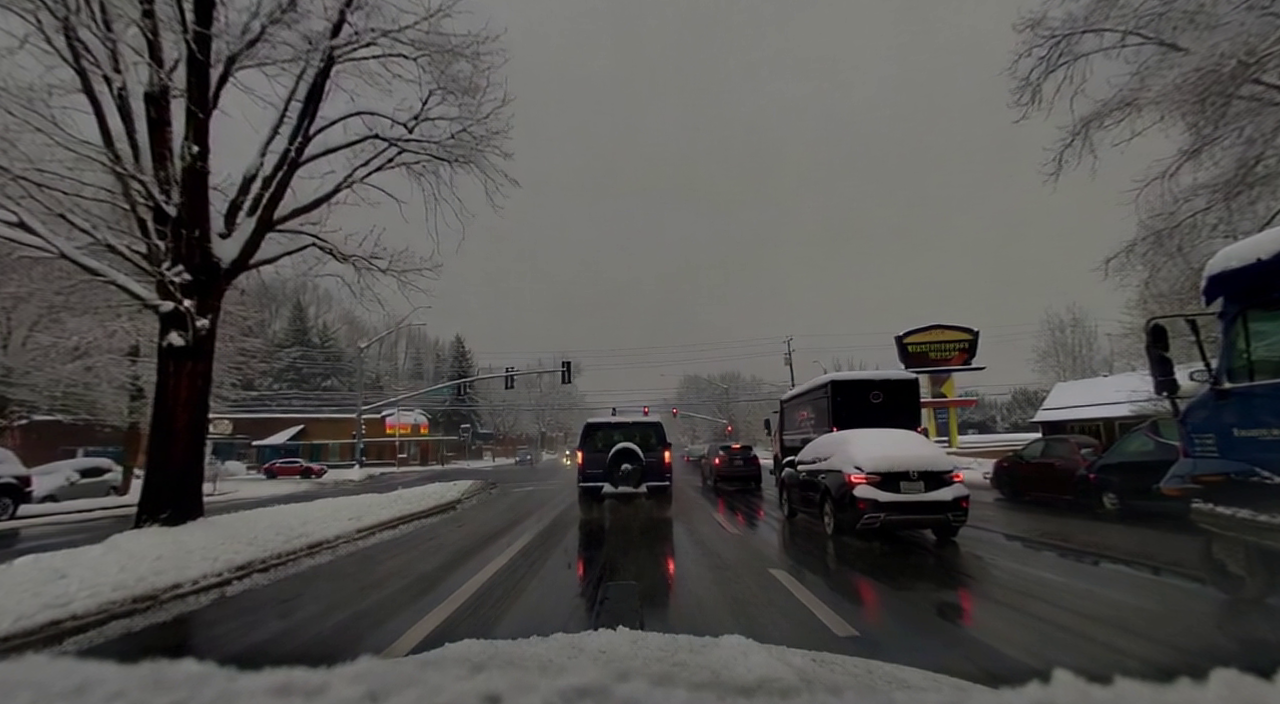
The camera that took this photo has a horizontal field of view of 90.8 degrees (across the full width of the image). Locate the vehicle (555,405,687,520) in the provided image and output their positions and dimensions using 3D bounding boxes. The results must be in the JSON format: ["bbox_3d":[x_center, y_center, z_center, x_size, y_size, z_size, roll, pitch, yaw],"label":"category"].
[{"bbox_3d":[-0.396,2.512,14.725,2.499,2.183,5.111,0,-9,-1],"label":"vehicle"}]

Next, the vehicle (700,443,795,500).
[{"bbox_3d":[3.028,3.472,18.774,1.922,1.483,4.436,0,-9,-2],"label":"vehicle"}]

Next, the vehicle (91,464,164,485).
[{"bbox_3d":[-38.102,9.115,46.997,4.150,1.474,1.826,-2,-9,10],"label":"vehicle"}]

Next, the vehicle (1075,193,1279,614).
[{"bbox_3d":[6.505,0.164,3.481,2.802,3.322,7.429,0,-9,0],"label":"vehicle"}]

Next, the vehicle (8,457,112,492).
[{"bbox_3d":[-28.599,6.038,31.334,1.730,1.534,3.922,1,-9,-7],"label":"vehicle"}]

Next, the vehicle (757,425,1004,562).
[{"bbox_3d":[3.274,2.044,9.933,1.905,1.587,4.998,0,-9,0],"label":"vehicle"}]
